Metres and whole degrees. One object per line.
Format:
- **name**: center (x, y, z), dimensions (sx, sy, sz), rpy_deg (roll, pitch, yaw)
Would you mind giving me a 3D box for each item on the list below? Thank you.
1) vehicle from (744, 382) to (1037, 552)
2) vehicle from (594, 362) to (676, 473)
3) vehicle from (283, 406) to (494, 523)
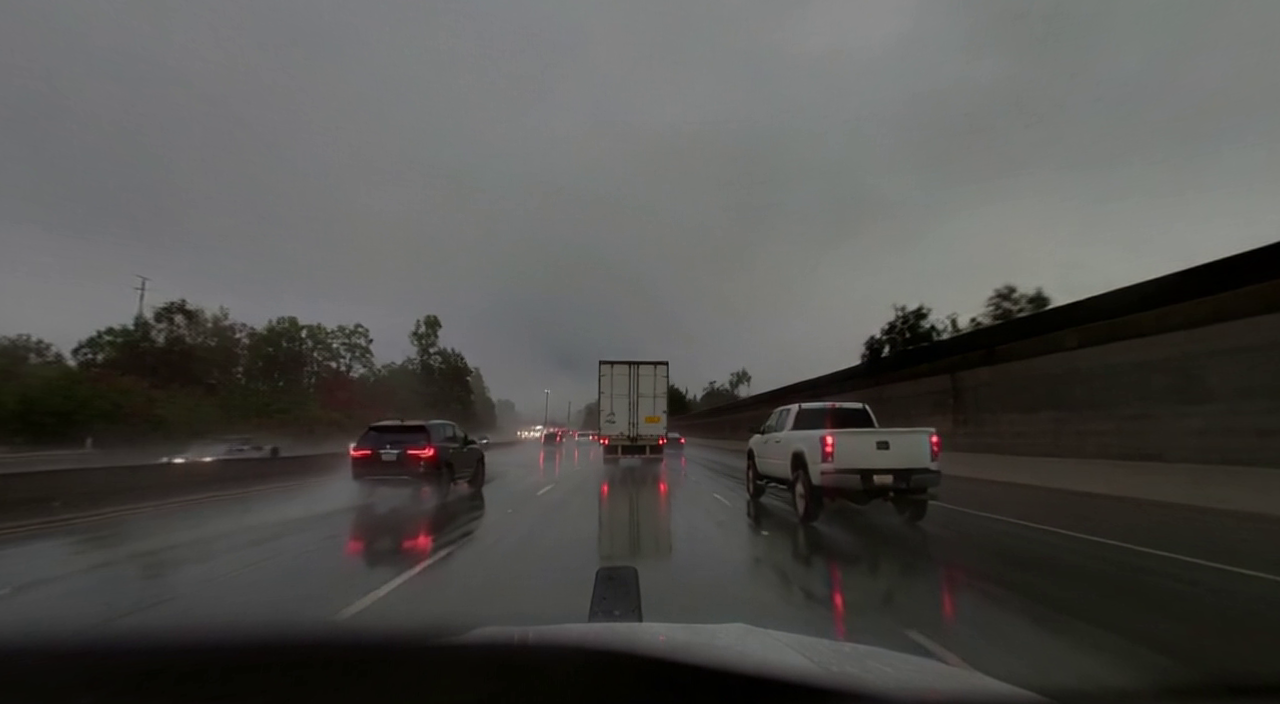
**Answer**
- **vehicle**: center (3.155, 1.580, 9.383), dimensions (2.118, 1.832, 4.901), rpy_deg (0, -8, -3)
- **vehicle**: center (-0.525, 3.008, 27.484), dimensions (2.904, 3.915, 10.473), rpy_deg (0, -8, -4)
- **vehicle**: center (-4.300, 1.987, 11.713), dimensions (2.134, 1.752, 4.375), rpy_deg (0, -8, 0)
